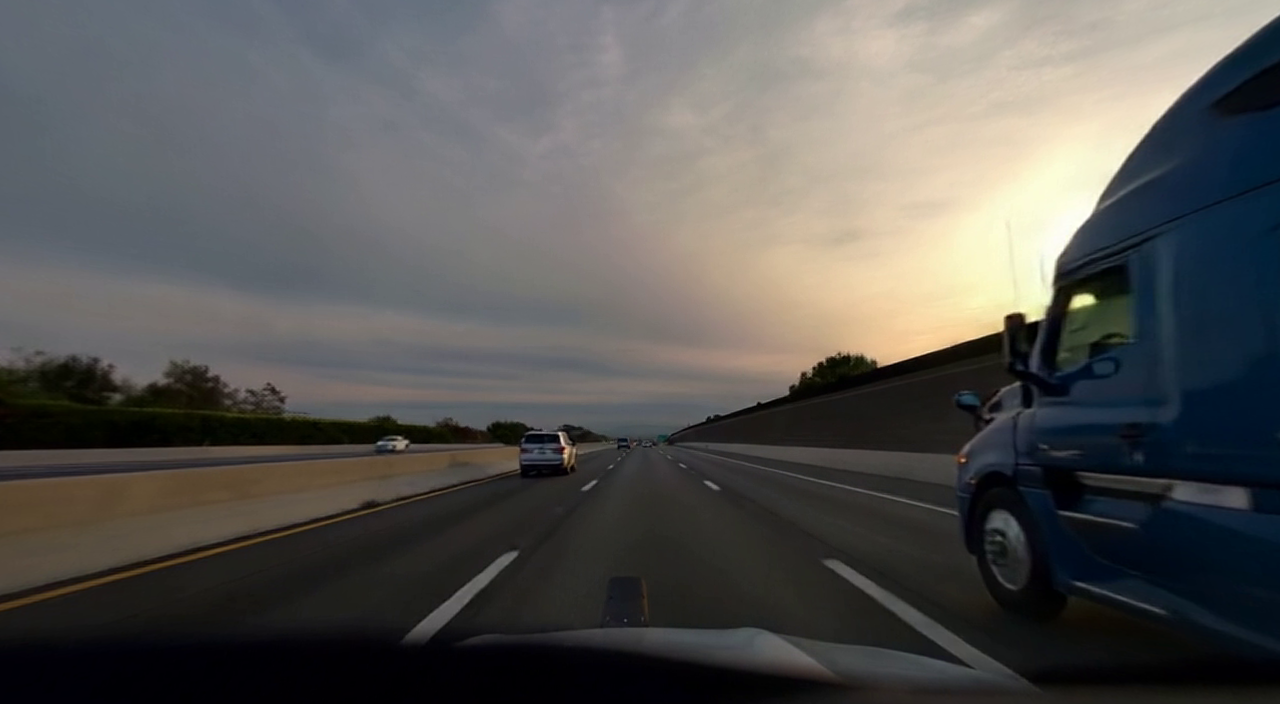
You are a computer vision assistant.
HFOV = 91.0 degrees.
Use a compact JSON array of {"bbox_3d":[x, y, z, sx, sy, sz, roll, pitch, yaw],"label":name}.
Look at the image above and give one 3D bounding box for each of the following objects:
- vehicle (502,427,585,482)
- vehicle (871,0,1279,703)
[{"bbox_3d":[-3.234,3.565,22.139,2.189,1.707,4.692,0,-8,0],"label":"vehicle"},{"bbox_3d":[3.881,-0.254,3.480,3.037,4.014,6.276,1,-7,3],"label":"vehicle"}]
